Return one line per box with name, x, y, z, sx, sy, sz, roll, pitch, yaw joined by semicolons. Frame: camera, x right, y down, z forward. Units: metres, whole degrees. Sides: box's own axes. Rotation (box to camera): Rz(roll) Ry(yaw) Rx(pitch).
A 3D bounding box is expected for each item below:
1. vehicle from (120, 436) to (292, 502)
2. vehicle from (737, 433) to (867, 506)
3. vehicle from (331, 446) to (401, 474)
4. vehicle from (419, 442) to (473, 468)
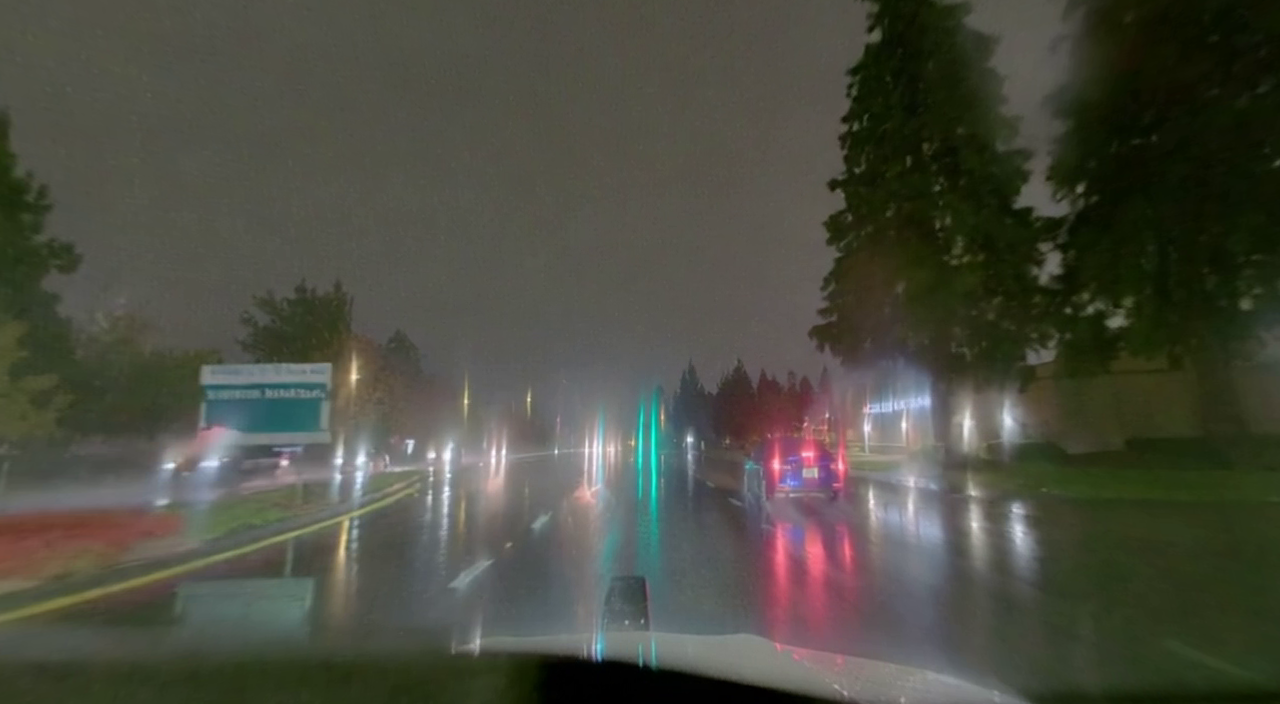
vehicle;-12.549;3.364;18.664;1.975;1.697;4.265;0;-8;1
vehicle;3.699;2.747;15.291;1.977;1.474;4.399;0;-8;0
vehicle;-15.672;6.177;36.310;1.917;1.454;4.577;0;-8;0
vehicle;-12.167;6.487;39.851;1.986;1.514;4.300;0;-8;1
